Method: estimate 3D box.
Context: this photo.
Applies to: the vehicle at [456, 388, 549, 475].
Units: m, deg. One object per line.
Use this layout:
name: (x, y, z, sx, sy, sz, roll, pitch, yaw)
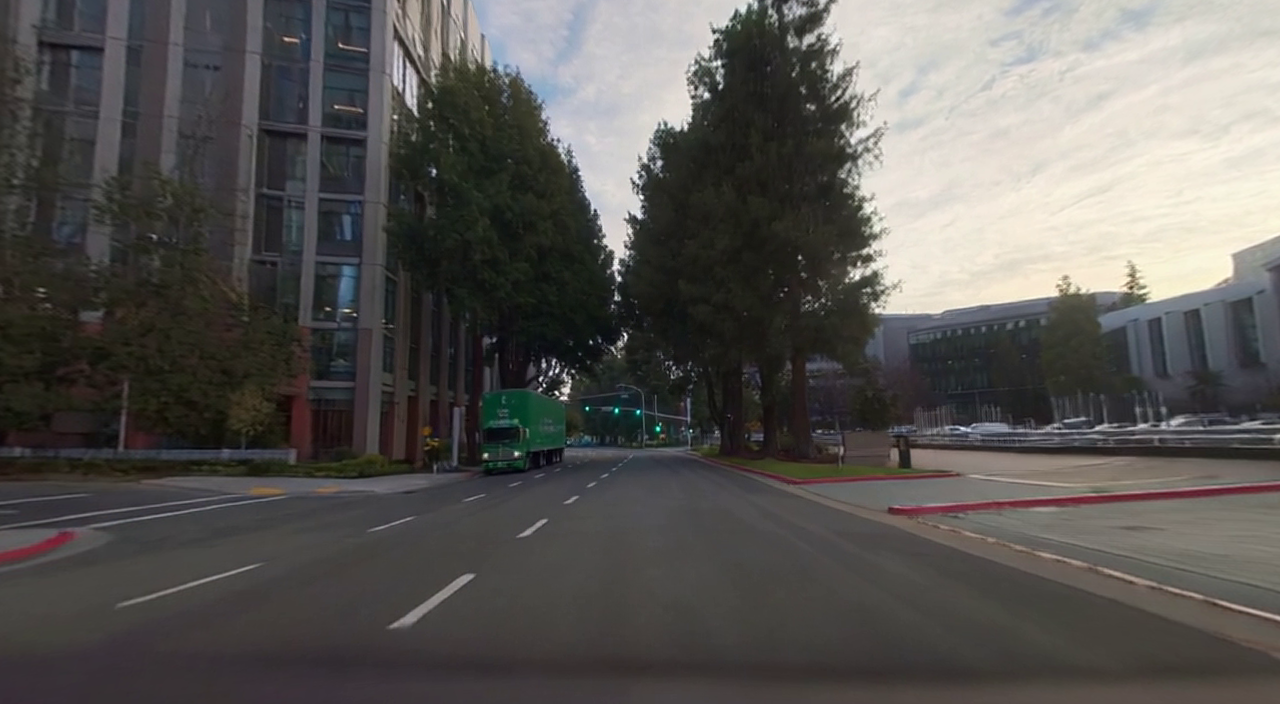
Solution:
vehicle: (-6.995, 4.304, 33.595, 3.053, 4.058, 8.110, 0, -8, 0)
